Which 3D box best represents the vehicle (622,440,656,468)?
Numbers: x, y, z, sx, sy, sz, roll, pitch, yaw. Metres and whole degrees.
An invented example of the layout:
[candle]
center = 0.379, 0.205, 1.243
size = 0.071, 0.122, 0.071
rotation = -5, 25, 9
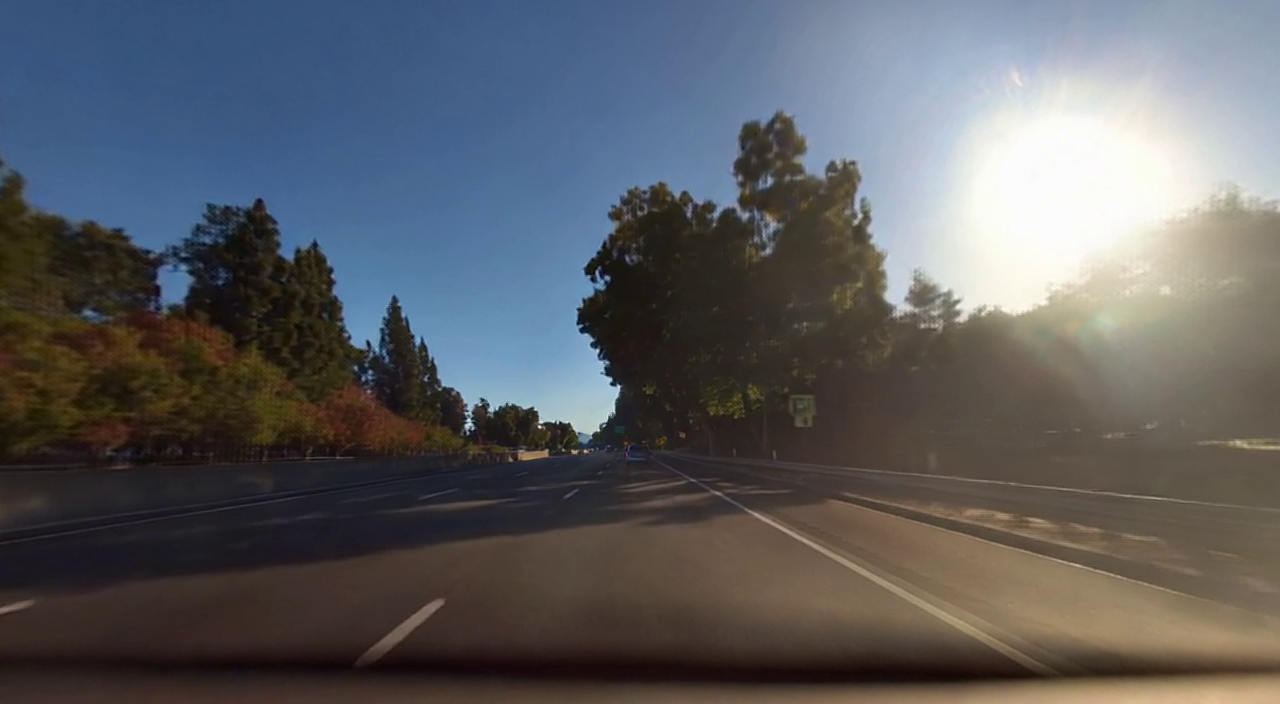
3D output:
[vehicle]
center = -0.075, 6.602, 40.739
size = 2.120, 1.715, 4.153
rotation = 0, -9, -1
